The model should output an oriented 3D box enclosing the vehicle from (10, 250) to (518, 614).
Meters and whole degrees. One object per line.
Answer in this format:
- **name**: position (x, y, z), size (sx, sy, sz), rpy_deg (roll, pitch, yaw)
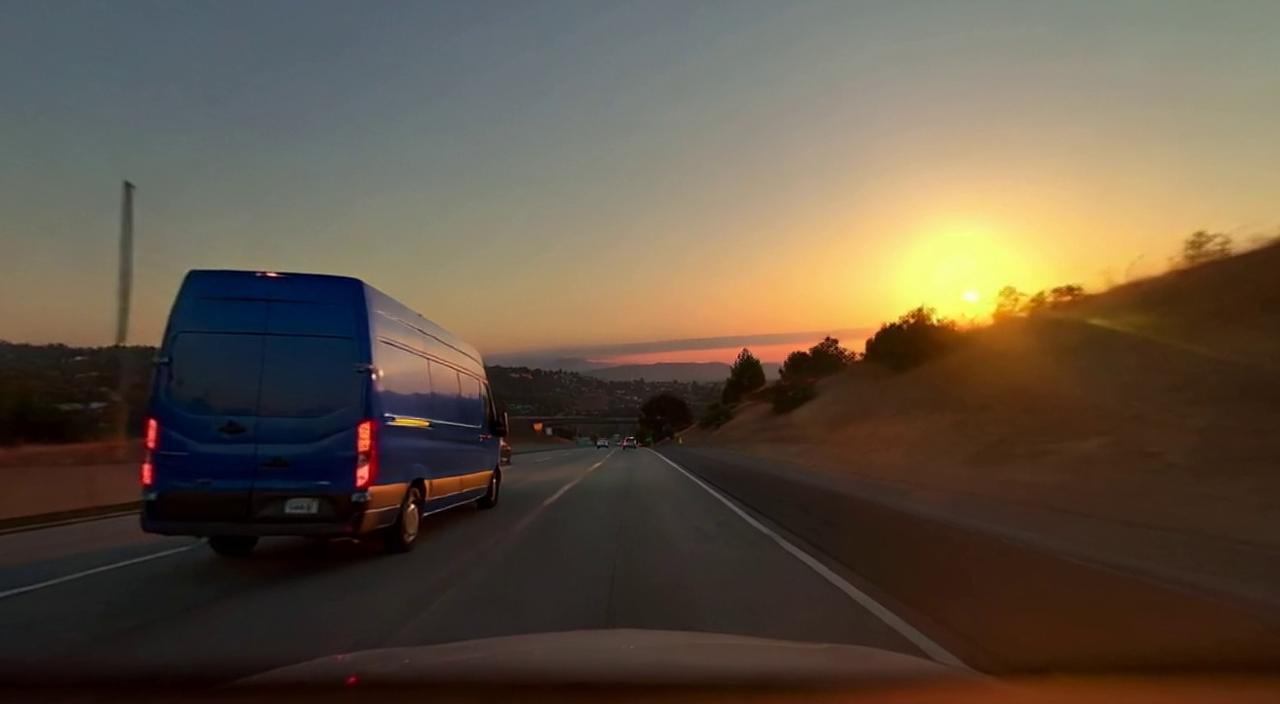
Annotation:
- **vehicle**: position (-3.530, 1.054, 8.496), size (2.428, 2.782, 7.330), rpy_deg (0, -8, -1)
